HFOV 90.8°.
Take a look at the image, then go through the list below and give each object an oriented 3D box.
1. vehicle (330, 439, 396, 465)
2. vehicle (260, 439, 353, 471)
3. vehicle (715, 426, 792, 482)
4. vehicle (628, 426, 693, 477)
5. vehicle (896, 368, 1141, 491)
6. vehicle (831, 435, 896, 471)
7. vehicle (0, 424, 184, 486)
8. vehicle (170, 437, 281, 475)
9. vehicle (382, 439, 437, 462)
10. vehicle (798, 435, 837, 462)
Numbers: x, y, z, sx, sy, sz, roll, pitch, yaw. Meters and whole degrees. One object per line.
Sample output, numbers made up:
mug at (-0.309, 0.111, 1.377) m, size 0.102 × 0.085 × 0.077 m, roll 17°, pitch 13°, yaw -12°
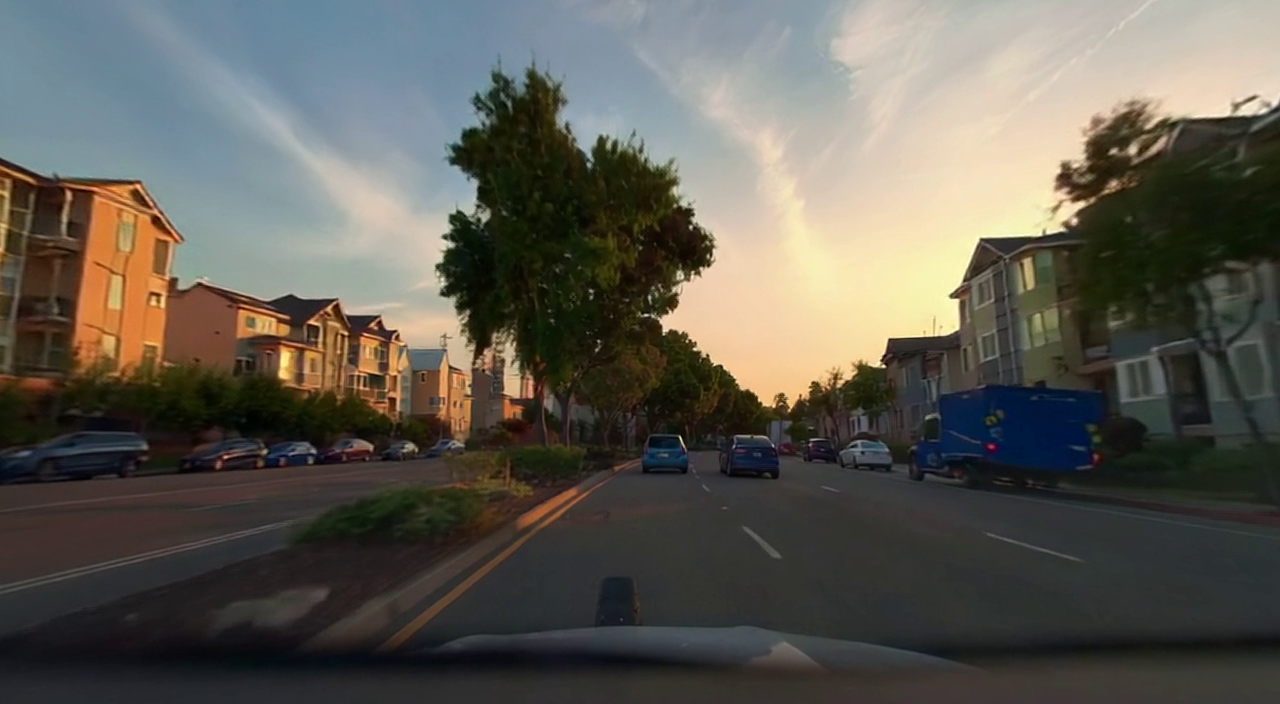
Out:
vehicle at (-17.401, 6.389, 39.911) m, size 1.849 × 1.455 × 4.606 m, roll -2°, pitch -11°, yaw 4°
vehicle at (-17.711, 5.508, 33.873) m, size 1.951 × 1.513 × 5.107 m, roll -3°, pitch -9°, yaw 4°
vehicle at (3.985, 3.660, 22.954) m, size 2.033 × 1.823 × 4.409 m, roll 0°, pitch -8°, yaw 1°
vehicle at (0.868, 3.941, 25.229) m, size 2.345 × 1.841 × 5.032 m, roll 0°, pitch -8°, yaw 3°
vehicle at (11.350, 2.575, 20.149) m, size 3.705 × 3.221 × 6.779 m, roll -1°, pitch -9°, yaw 3°
vehicle at (11.891, 5.373, 33.939) m, size 2.080 × 1.744 × 4.889 m, roll 0°, pitch -8°, yaw 5°
vehicle at (-18.542, 3.444, 20.942) m, size 2.272 × 1.746 × 5.914 m, roll -1°, pitch -10°, yaw 2°
vehicle at (-18.173, 4.602, 27.984) m, size 1.845 × 1.512 × 4.316 m, roll -2°, pitch -9°, yaw 2°
vehicle at (-16.689, 7.207, 46.005) m, size 2.023 × 1.561 × 4.497 m, roll -3°, pitch -10°, yaw 5°
vehicle at (12.954, 7.065, 46.380) m, size 1.938 × 1.860 × 4.690 m, roll -1°, pitch -8°, yaw 6°
